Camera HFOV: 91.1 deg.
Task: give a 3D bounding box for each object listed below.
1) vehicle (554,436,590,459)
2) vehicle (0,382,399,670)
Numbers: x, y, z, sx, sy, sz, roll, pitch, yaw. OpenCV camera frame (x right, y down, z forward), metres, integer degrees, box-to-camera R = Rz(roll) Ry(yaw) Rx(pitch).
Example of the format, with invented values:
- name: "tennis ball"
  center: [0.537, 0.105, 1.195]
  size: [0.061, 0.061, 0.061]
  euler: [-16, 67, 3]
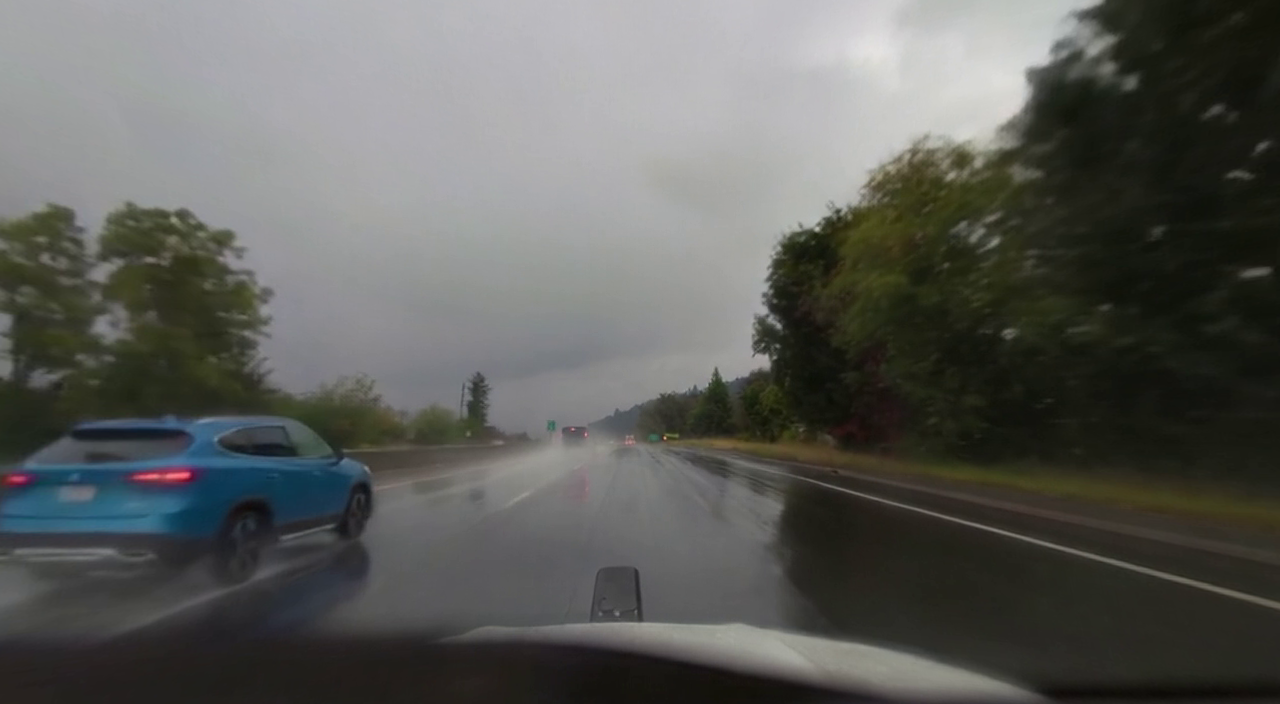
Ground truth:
- name: "vehicle"
  center: [-4.672, 6.599, 43.794]
  size: [2.063, 1.496, 4.225]
  euler: [0, -8, -1]
- name: "vehicle"
  center: [-4.194, 1.303, 5.961]
  size: [2.070, 1.647, 4.577]
  euler: [0, -8, -1]
